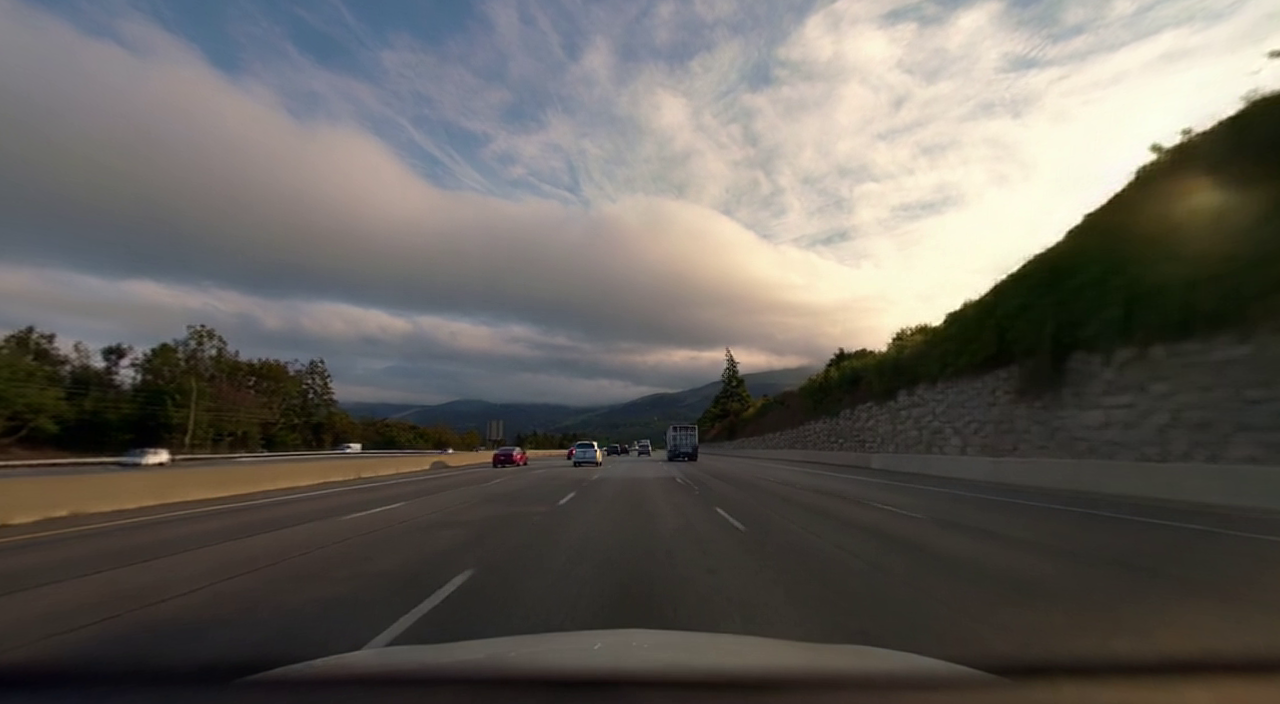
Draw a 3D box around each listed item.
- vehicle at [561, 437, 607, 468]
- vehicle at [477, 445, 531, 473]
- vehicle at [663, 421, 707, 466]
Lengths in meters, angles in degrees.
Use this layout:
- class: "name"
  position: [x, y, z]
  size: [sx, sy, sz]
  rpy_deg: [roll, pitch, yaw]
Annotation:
- class: "vehicle"
  position: [-3.904, 7.155, 45.061]
  size: [2.720, 2.041, 5.432]
  rpy_deg: [0, -8, 1]
- class: "vehicle"
  position: [-7.821, 6.158, 36.735]
  size: [2.102, 1.522, 4.394]
  rpy_deg: [0, -8, 0]
- class: "vehicle"
  position: [3.305, 7.027, 48.381]
  size: [2.795, 3.187, 7.205]
  rpy_deg: [0, -8, 0]
